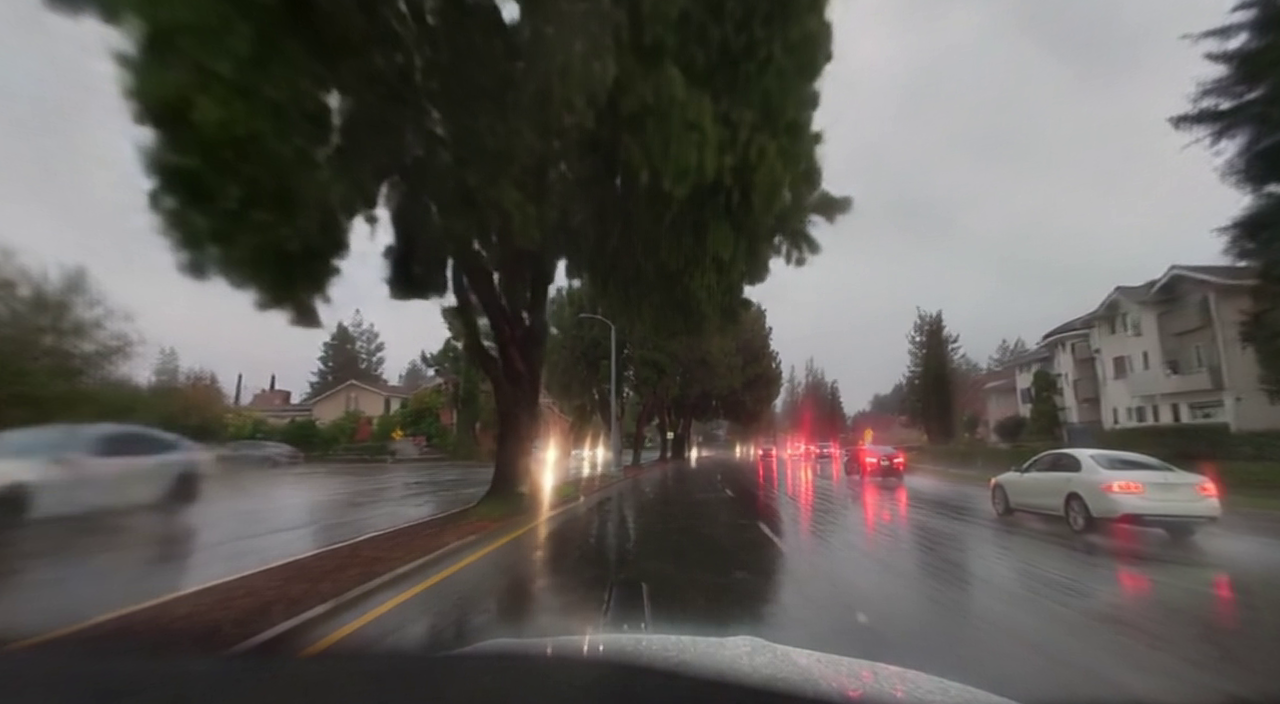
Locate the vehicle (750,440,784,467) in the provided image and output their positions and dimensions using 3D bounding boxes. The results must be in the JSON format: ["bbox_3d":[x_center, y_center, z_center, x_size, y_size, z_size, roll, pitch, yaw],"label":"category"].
[{"bbox_3d":[8.246,6.605,41.130,1.991,1.684,4.127,-1,-8,9],"label":"vehicle"}]

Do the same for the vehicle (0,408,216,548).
[{"bbox_3d":[-8.570,1.673,8.697,2.126,1.637,4.509,-1,-8,3],"label":"vehicle"}]

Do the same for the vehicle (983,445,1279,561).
[{"bbox_3d":[7.466,2.182,9.992,1.783,1.386,4.433,-1,-8,3],"label":"vehicle"}]

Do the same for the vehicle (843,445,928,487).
[{"bbox_3d":[9.360,4.355,24.429,1.855,1.444,4.389,-1,-8,5],"label":"vehicle"}]

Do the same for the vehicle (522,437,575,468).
[{"bbox_3d":[-5.525,6.161,38.819,2.024,1.729,4.371,-1,-8,9],"label":"vehicle"}]
